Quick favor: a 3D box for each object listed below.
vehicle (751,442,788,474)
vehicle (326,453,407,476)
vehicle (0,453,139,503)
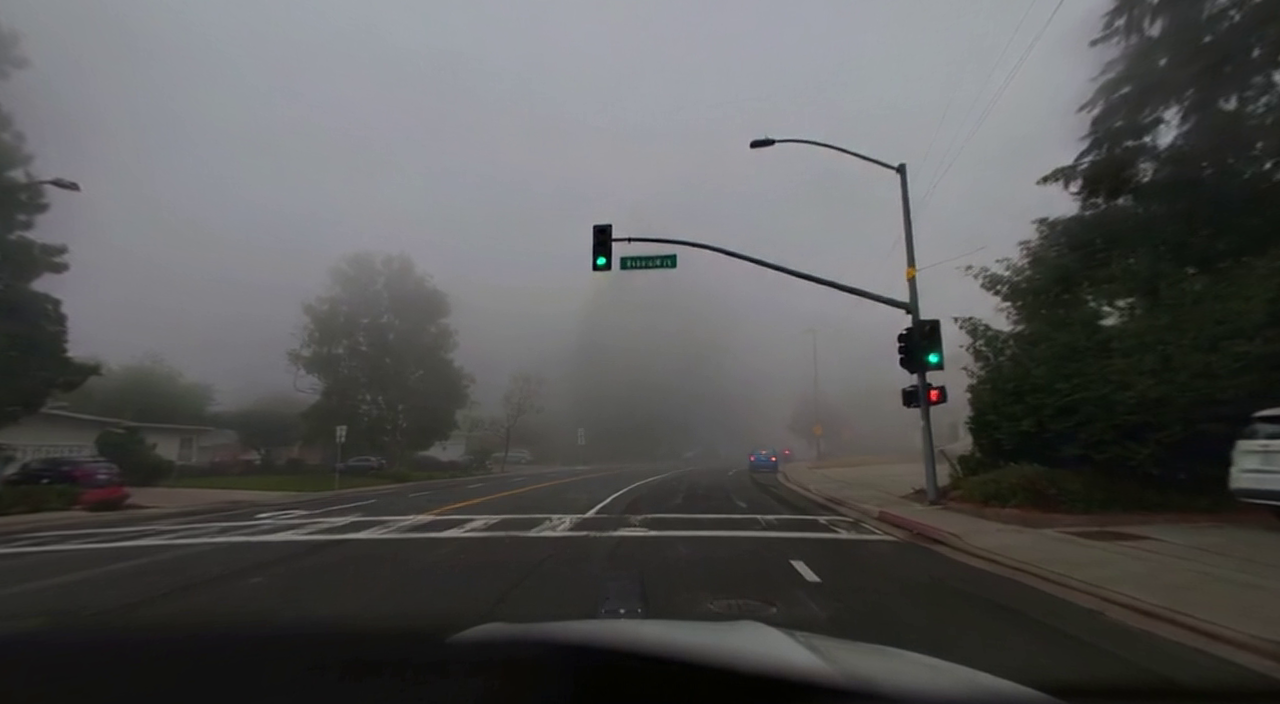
[{"bbox_3d":[7.678,6.251,37.465,1.989,1.782,4.351,-2,-9,12],"label":"vehicle"},{"bbox_3d":[-18.229,7.501,42.165,4.658,1.482,1.879,-2,-9,12],"label":"vehicle"},{"bbox_3d":[-20.264,4.352,22.083,4.028,1.610,1.881,-1,-9,7],"label":"vehicle"}]
